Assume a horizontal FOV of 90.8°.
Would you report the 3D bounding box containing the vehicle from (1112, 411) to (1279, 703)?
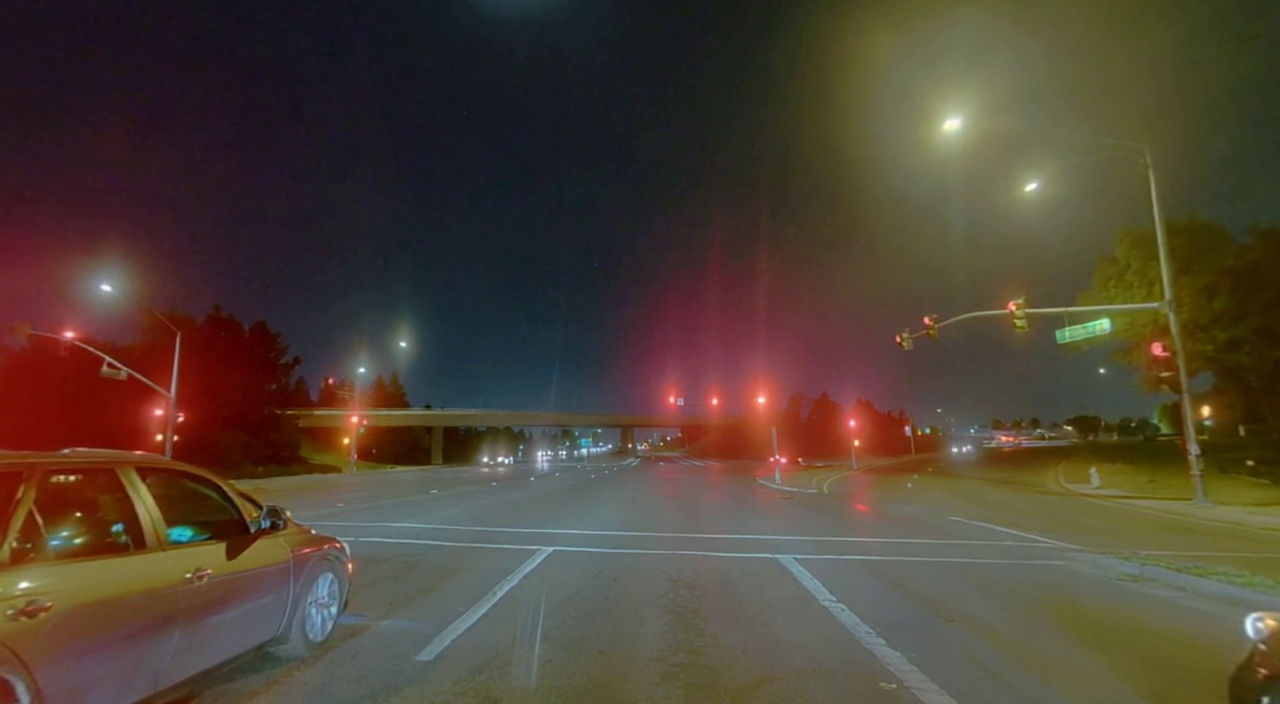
[{"bbox_3d":[2.807,0.630,0.110,1.909,1.425,4.521,0,-9,-1],"label":"vehicle"}]
